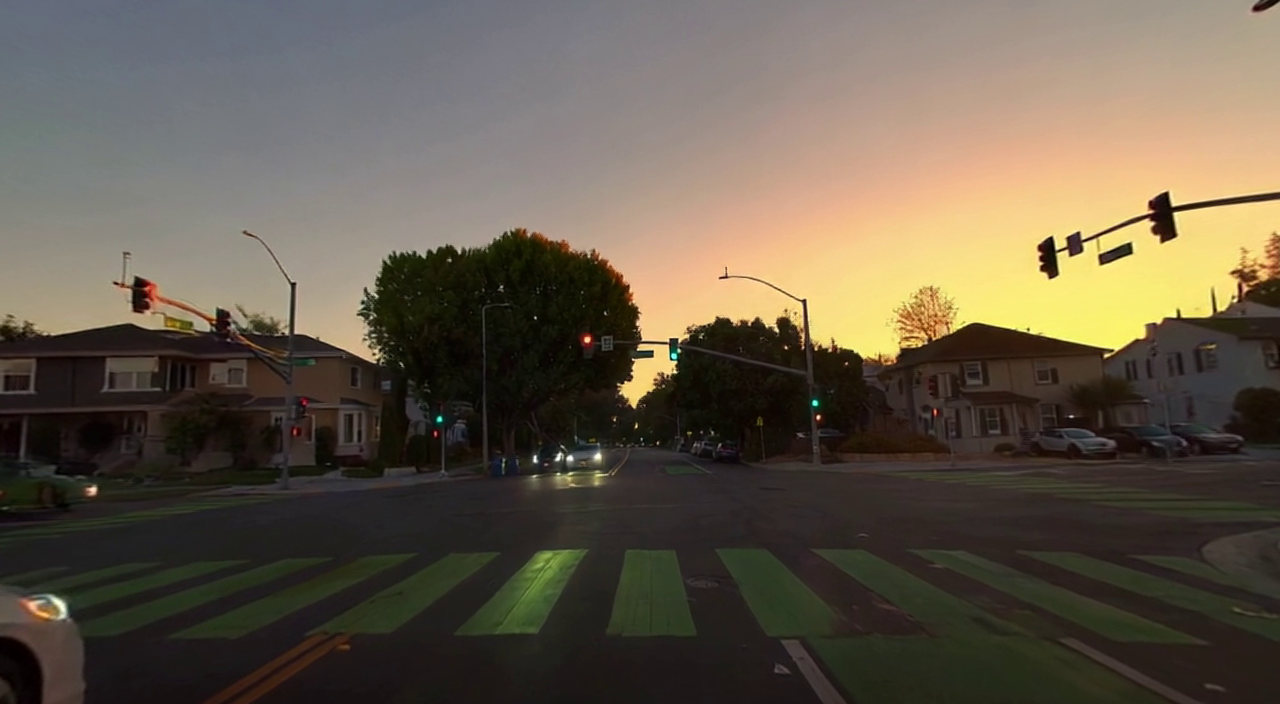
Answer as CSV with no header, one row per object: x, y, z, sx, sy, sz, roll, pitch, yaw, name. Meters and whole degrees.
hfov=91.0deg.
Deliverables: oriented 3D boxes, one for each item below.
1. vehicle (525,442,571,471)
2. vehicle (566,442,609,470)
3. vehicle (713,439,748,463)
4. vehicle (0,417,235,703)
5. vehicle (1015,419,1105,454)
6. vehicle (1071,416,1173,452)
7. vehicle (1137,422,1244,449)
-5.672,6.496,39.388,1.982,1.686,4.195,-1,-9,4,vehicle
-2.912,5.888,35.833,1.982,1.472,4.103,-1,-8,2,vehicle
6.232,6.877,43.681,1.891,1.584,3.802,0,-8,1,vehicle
-3.414,0.846,1.320,1.904,1.489,4.746,0,-8,1,vehicle
23.227,4.734,35.029,1.964,1.759,4.583,-1,-8,3,vehicle
26.392,4.557,34.676,2.033,1.821,4.542,-1,-8,2,vehicle
30.189,4.656,34.738,1.837,1.396,4.695,-1,-8,3,vehicle
